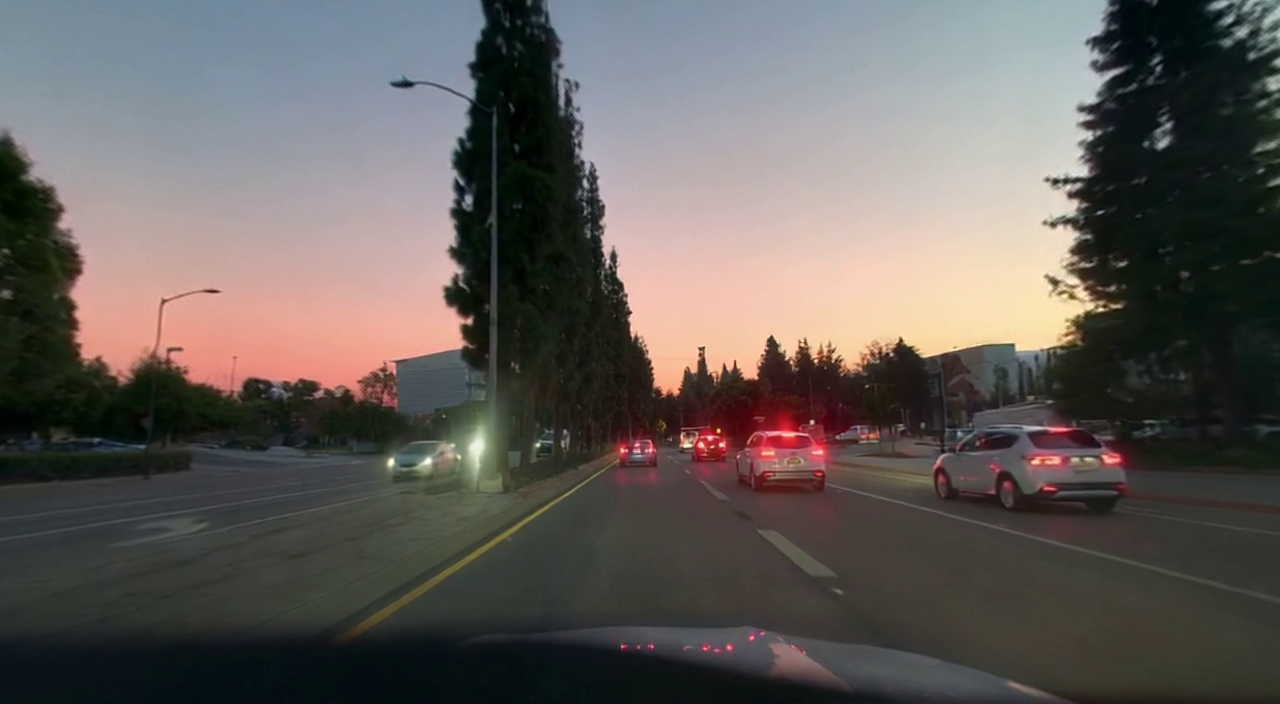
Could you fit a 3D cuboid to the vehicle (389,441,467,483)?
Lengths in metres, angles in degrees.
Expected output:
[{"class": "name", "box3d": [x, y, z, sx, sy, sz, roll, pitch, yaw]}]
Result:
[{"class": "vehicle", "box3d": [-7.844, 4.091, 23.546, 1.617, 1.448, 3.609, 0, -9, 1]}]

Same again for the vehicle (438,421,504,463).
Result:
[{"class": "vehicle", "box3d": [-10.930, 5.929, 41.083, 2.585, 2.507, 5.743, 0, -9, 1]}]

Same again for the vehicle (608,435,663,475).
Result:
[{"class": "vehicle", "box3d": [-0.141, 4.266, 26.122, 2.111, 1.506, 4.018, 0, -9, 1]}]

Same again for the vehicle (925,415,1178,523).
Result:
[{"class": "vehicle", "box3d": [7.643, 2.221, 12.377, 2.008, 1.714, 4.407, 0, -9, 1]}]

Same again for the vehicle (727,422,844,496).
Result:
[{"class": "vehicle", "box3d": [3.736, 2.858, 16.987, 2.130, 1.718, 4.310, 0, -9, 0]}]

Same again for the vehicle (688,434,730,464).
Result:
[{"class": "vehicle", "box3d": [4.116, 5.899, 38.135, 1.982, 1.709, 4.427, 0, -9, 0]}]
